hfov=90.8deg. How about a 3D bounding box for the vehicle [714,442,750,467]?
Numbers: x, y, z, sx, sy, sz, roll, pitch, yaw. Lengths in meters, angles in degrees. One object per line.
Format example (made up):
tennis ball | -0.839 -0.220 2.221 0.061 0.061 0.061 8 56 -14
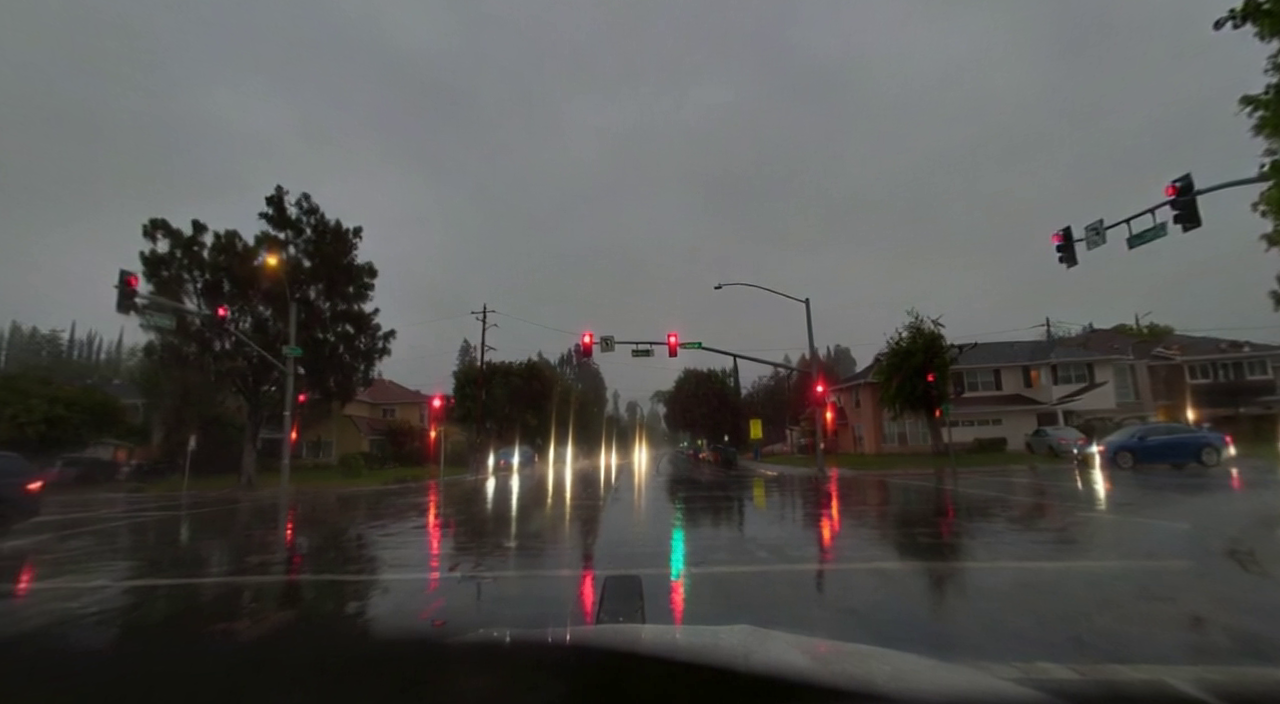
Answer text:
vehicle | 6.216 6.958 43.219 1.891 1.611 4.269 0 -8 1

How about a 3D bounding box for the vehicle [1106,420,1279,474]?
vehicle | 16.959 2.838 18.960 4.345 1.517 1.913 0 -8 1

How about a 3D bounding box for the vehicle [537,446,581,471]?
vehicle | -5.698 7.530 44.995 2.270 1.605 4.958 -1 -8 3

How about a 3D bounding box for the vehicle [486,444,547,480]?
vehicle | -6.098 5.488 31.784 1.982 1.686 4.195 -1 -8 4

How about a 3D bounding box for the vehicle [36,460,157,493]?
vehicle | -30.103 6.869 35.259 2.106 1.586 5.009 -1 -8 4

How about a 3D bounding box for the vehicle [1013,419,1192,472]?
vehicle | 15.998 3.269 22.069 4.452 1.711 2.186 0 -8 1
